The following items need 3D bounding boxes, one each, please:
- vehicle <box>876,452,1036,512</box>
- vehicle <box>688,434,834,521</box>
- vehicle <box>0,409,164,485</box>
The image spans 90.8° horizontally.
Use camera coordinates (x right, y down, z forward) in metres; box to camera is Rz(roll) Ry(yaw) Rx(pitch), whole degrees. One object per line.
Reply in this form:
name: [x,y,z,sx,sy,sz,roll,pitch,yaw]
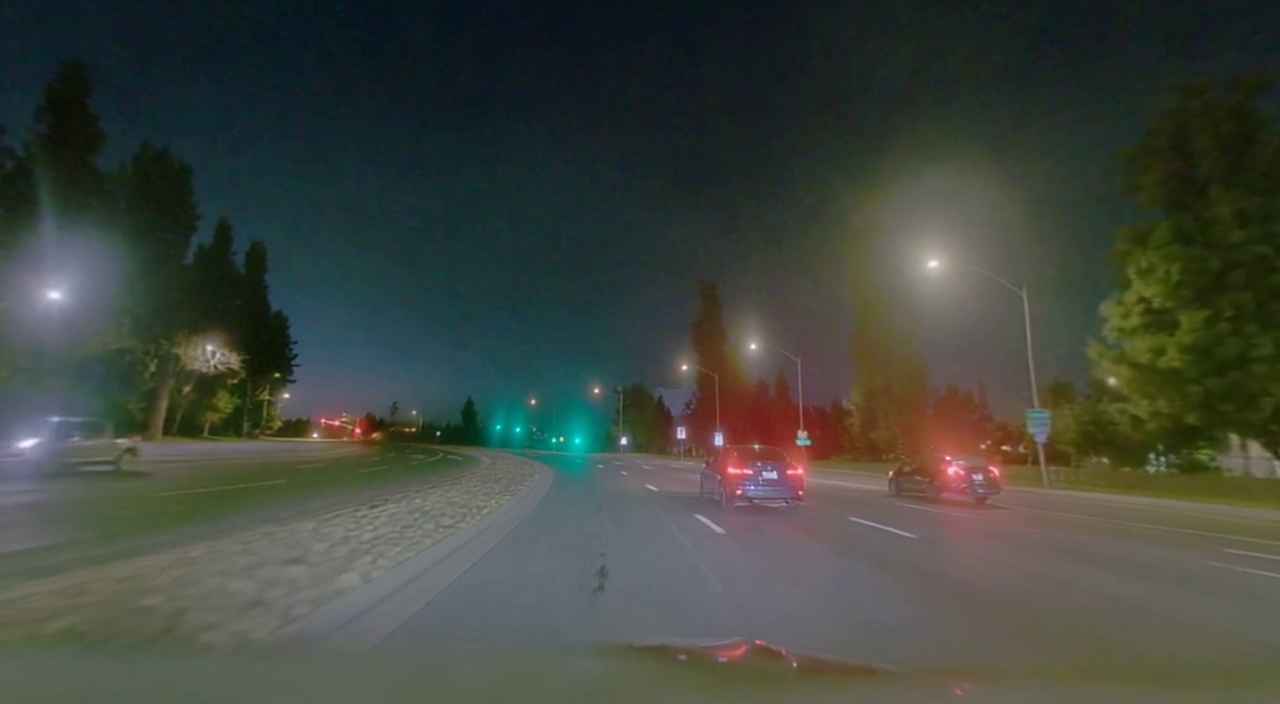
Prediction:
vehicle: [9.000,3.712,18.566,1.940,1.460,4.652,1,-9,-5]
vehicle: [2.513,2.754,14.451,2.122,1.646,4.525,1,-9,-4]
vehicle: [-14.132,2.311,15.476,2.206,1.583,4.539,2,-9,-14]
